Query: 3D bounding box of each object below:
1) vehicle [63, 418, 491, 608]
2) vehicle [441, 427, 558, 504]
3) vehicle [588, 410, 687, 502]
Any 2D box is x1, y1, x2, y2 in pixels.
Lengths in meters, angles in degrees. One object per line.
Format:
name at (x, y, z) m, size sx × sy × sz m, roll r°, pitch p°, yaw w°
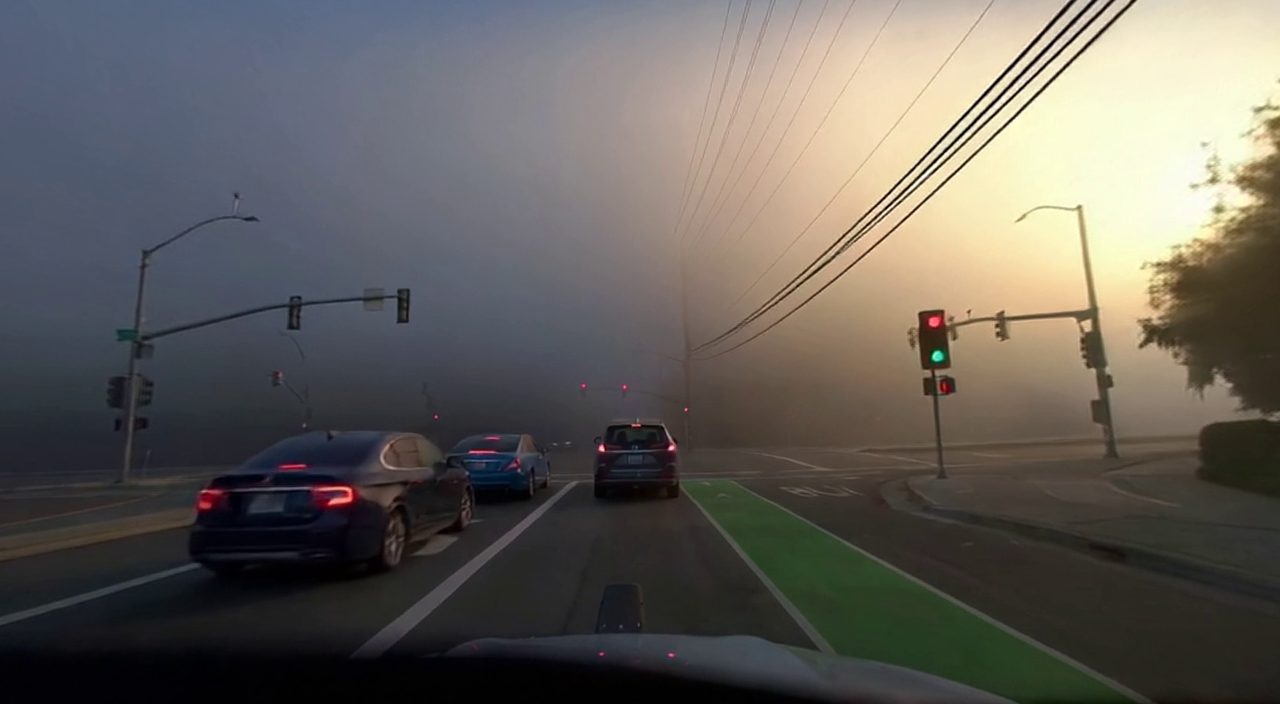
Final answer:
vehicle at (-3.518, 1.618, 7.734) m, size 2.138 × 1.488 × 5.327 m, roll 0°, pitch -7°, yaw -1°
vehicle at (-3.043, 2.554, 14.513) m, size 1.726 × 1.506 × 3.840 m, roll 0°, pitch -9°, yaw 1°
vehicle at (-0.094, 2.572, 15.770) m, size 2.036 × 1.885 × 5.196 m, roll 0°, pitch -9°, yaw -1°
